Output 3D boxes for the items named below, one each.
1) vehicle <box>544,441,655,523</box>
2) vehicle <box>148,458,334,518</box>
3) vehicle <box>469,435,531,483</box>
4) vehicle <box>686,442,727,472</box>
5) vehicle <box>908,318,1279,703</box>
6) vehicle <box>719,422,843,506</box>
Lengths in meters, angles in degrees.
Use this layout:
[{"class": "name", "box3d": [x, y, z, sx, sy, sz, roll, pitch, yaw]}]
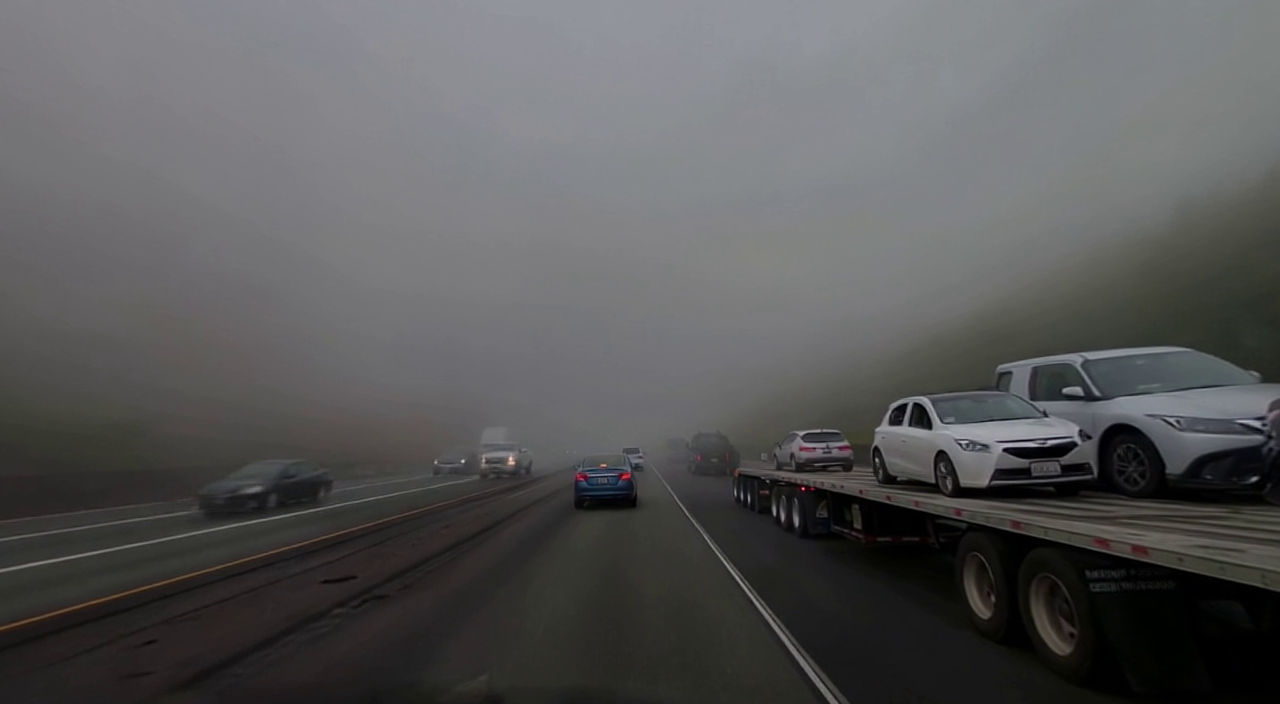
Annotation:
[{"class": "vehicle", "box3d": [-0.712, 2.644, 13.258, 1.991, 1.466, 3.675, 0, -9, 0]}, {"class": "vehicle", "box3d": [-11.811, 4.039, 19.235, 2.431, 1.508, 4.935, 0, -9, 0]}, {"class": "vehicle", "box3d": [-8.277, 6.390, 37.976, 2.385, 2.627, 5.771, 0, -9, 0]}, {"class": "vehicle", "box3d": [3.854, 6.185, 37.217, 1.938, 1.660, 4.223, 0, -9, -1]}, {"class": "vehicle", "box3d": [3.492, 0.937, 3.573, 1.959, 1.783, 4.407, 0, -9, 0]}, {"class": "vehicle", "box3d": [3.469, 2.878, 16.421, 2.303, 1.889, 3.920, 0, -9, 0]}]
